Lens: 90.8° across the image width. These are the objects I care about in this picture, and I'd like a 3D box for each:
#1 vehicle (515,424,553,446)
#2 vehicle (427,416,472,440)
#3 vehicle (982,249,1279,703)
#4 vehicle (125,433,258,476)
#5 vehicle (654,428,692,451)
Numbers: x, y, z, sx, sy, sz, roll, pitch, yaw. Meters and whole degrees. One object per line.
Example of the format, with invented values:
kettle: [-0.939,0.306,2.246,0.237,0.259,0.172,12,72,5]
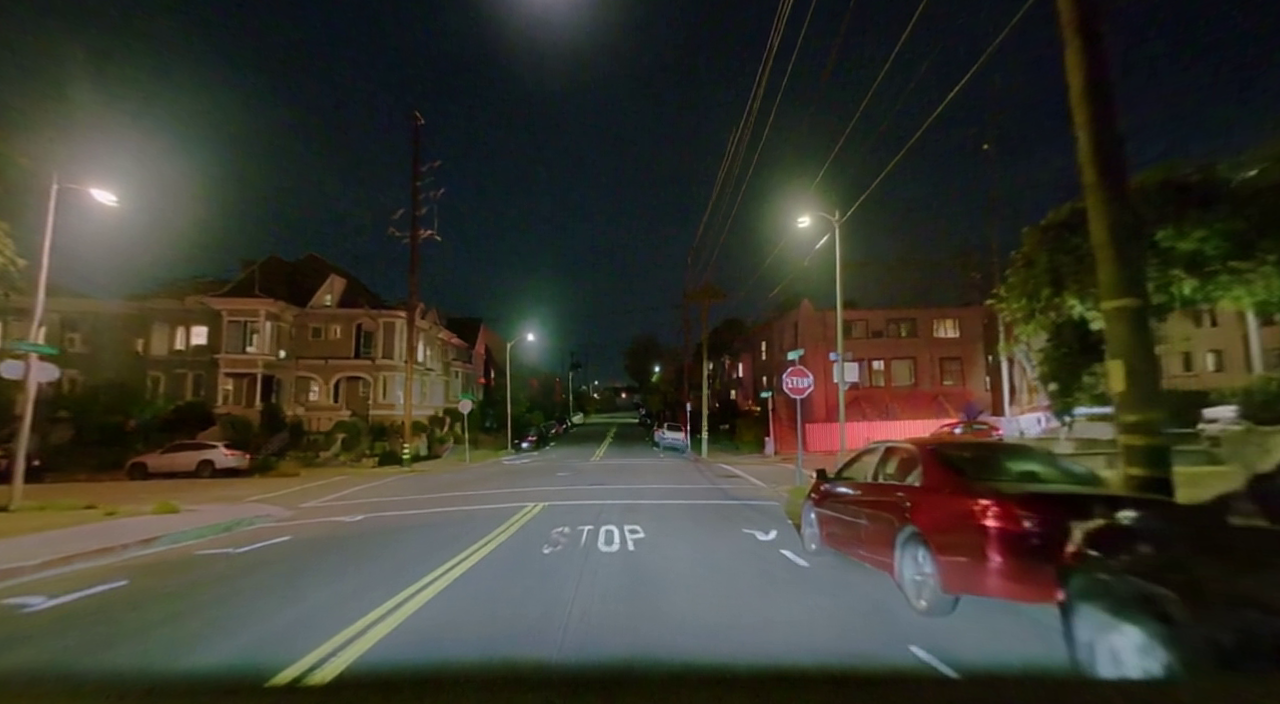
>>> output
vehicle: [-7.865,6.267,47.300,2.065,1.553,4.636,0,-8,0]
vehicle: [-13.899,5.651,46.435,1.992,1.678,4.658,0,-8,-2]
vehicle: [3.198,0.477,0.644,2.375,1.945,5.670,0,-8,-2]
vehicle: [-19.467,4.449,27.612,4.181,1.742,1.945,1,-8,-10]
vehicle: [2.169,5.980,43.051,2.120,1.487,4.360,0,-8,-3]
